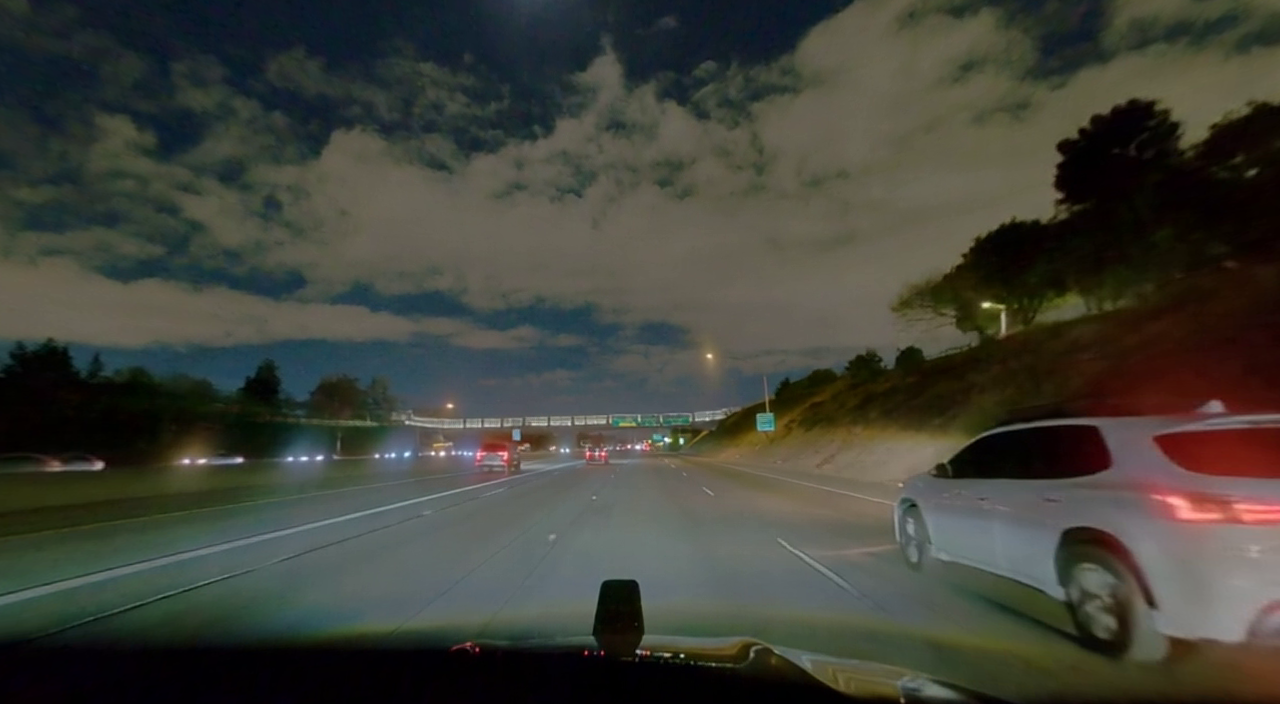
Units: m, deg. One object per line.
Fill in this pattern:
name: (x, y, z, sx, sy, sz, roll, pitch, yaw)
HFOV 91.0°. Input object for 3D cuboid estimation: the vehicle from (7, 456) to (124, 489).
vehicle: (-29.989, 6.261, 33.085, 1.837, 1.506, 4.537, 0, -9, 0)

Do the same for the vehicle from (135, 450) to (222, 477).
vehicle: (-33.715, 8.110, 46.218, 2.102, 1.858, 5.611, 0, -9, 0)

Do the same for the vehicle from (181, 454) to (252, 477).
vehicle: (-29.784, 7.972, 44.480, 1.834, 1.511, 4.548, 0, -9, 0)

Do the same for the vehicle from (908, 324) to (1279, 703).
vehicle: (3.645, 0.990, 4.049, 1.990, 1.735, 4.276, 0, -9, 1)

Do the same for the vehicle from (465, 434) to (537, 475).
vehicle: (-7.223, 5.396, 33.451, 2.341, 1.959, 5.684, 0, -9, 1)
